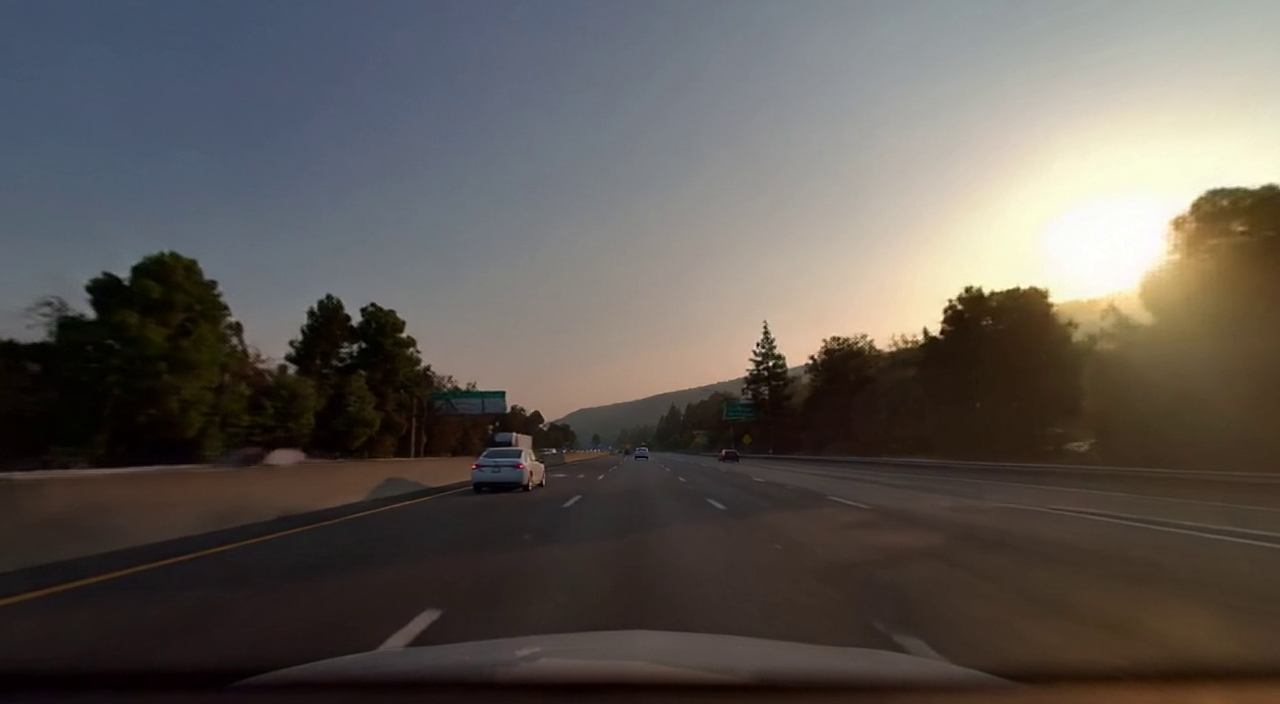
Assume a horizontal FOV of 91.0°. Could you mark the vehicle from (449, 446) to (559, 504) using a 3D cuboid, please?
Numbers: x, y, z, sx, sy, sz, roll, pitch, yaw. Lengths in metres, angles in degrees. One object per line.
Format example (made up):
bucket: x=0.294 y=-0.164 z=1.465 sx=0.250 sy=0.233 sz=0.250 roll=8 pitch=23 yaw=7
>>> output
vehicle: x=-3.843 y=3.575 z=18.782 sx=2.162 sy=1.493 sz=4.583 roll=0 pitch=-9 yaw=1

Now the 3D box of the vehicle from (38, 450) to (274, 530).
vehicle: x=-10.790 y=3.053 z=14.590 sx=1.884 sy=1.533 sz=4.449 roll=0 pitch=-9 yaw=0
